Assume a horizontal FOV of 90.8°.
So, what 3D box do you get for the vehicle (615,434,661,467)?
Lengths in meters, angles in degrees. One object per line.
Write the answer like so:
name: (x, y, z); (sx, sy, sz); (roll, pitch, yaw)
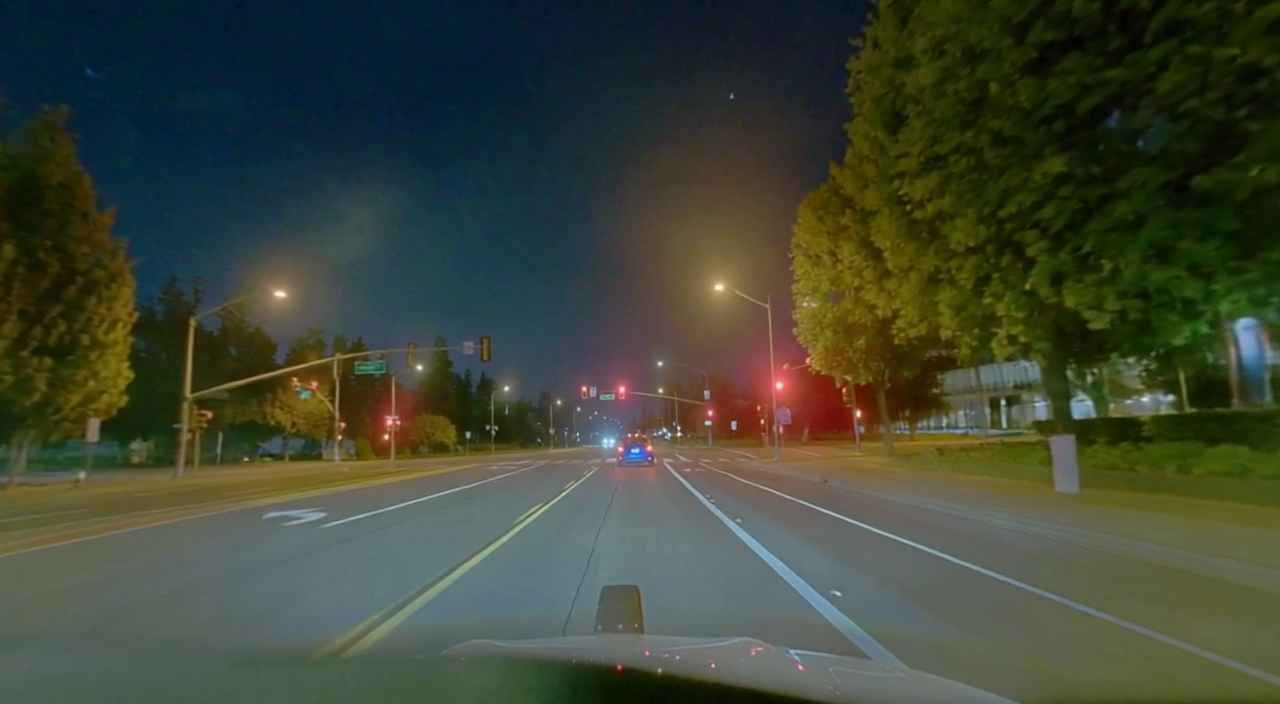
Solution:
vehicle: (-0.122, 4.769, 30.593); (2.107, 1.470, 3.974); (0, -9, -1)
